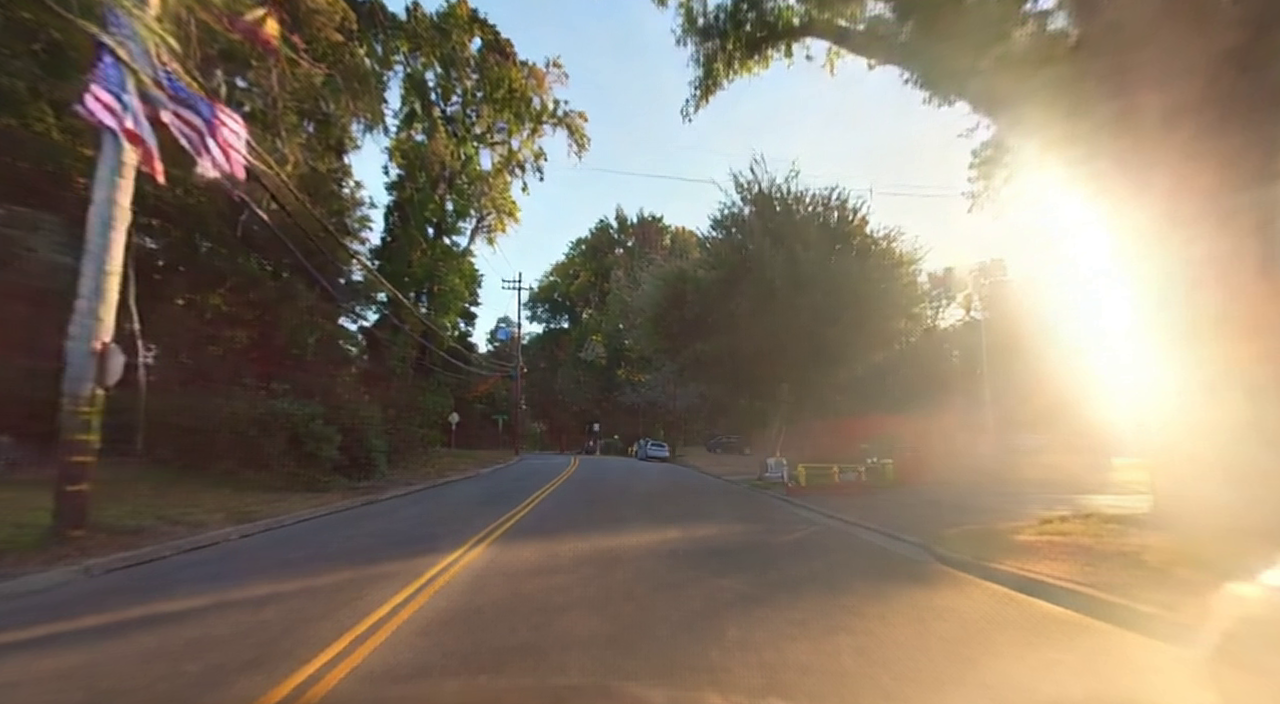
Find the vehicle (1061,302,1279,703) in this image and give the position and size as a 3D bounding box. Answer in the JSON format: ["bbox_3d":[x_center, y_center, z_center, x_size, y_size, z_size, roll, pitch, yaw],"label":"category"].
[{"bbox_3d":[3.228,0.535,0.578,2.203,1.787,4.704,0,-8,-4],"label":"vehicle"}]
